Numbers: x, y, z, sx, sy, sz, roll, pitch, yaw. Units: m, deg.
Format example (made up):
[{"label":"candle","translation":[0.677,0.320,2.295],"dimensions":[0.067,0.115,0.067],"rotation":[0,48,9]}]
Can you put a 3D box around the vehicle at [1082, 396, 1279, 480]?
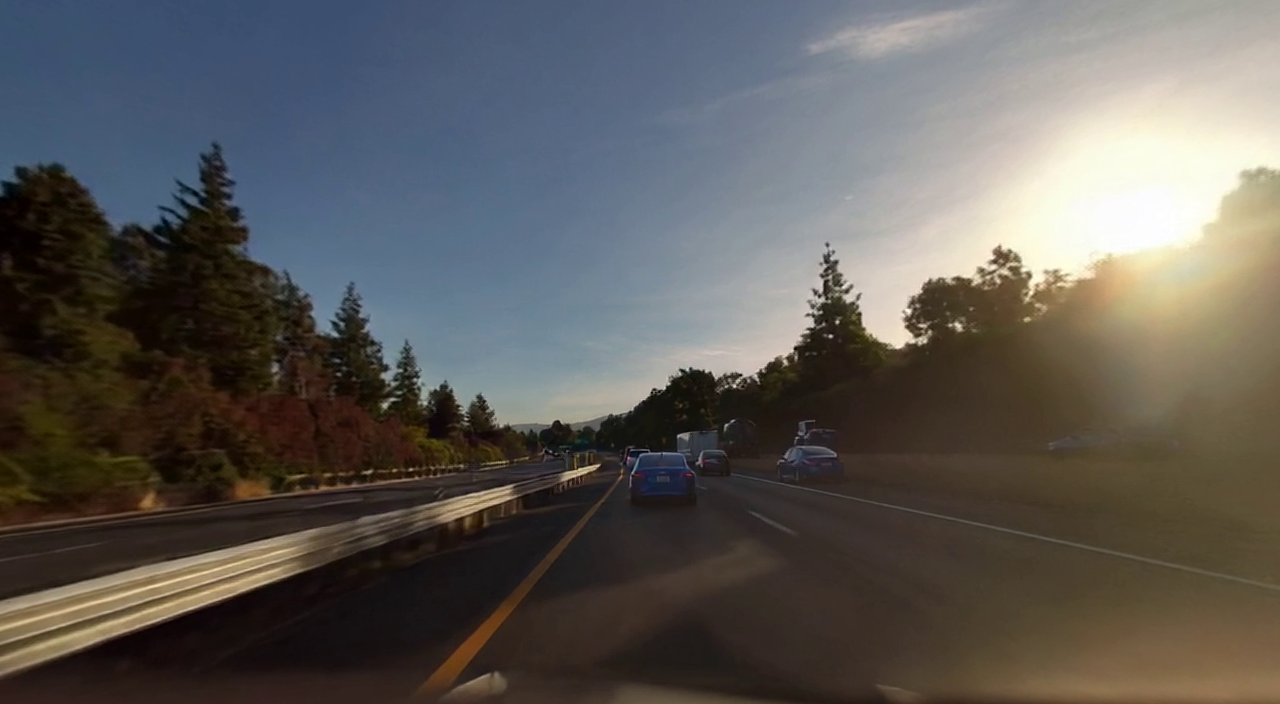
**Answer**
[{"label":"vehicle","translation":[31.780,4.887,35.070],"dimensions":[2.822,3.996,14.073],"rotation":[1,-9,-6]}]

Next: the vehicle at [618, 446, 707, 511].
[{"label":"vehicle","translation":[0.503,3.253,16.603],"dimensions":[2.076,1.485,3.774],"rotation":[0,-9,0]}]

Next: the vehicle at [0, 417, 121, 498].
[{"label":"vehicle","translation":[-33.300,5.813,34.583],"dimensions":[2.902,3.981,7.819],"rotation":[-3,-8,0]}]

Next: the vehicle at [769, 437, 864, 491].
[{"label":"vehicle","translation":[6.539,4.219,23.947],"dimensions":[2.177,1.827,4.565],"rotation":[0,-9,-1]}]

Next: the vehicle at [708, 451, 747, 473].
[{"label":"vehicle","translation":[6.083,7.699,44.277],"dimensions":[2.015,1.454,4.324],"rotation":[0,-9,-2]}]
